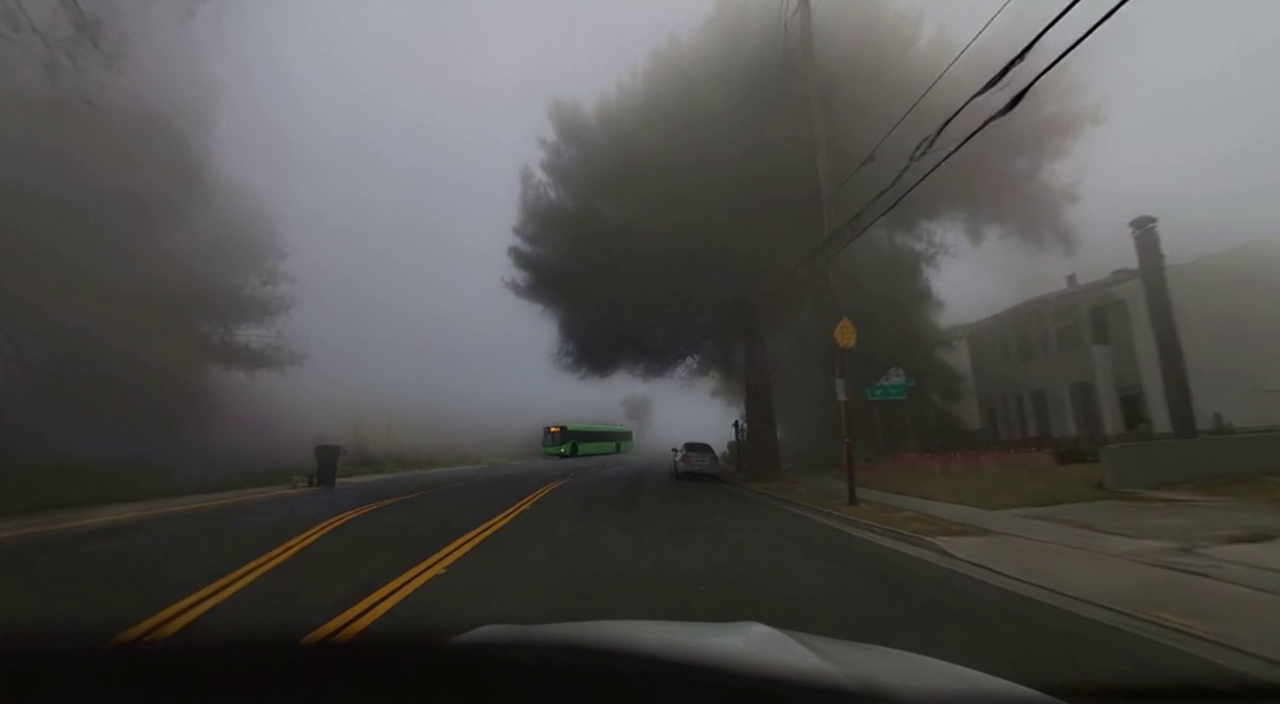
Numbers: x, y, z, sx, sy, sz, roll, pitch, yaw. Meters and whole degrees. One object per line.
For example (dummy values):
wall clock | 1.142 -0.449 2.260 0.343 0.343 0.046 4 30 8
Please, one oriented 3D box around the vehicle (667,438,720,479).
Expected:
vehicle | 2.177 4.477 26.762 1.984 1.601 3.994 0 -9 1

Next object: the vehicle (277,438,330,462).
vehicle | -26.000 7.602 49.033 2.006 1.766 4.685 1 -9 -7
